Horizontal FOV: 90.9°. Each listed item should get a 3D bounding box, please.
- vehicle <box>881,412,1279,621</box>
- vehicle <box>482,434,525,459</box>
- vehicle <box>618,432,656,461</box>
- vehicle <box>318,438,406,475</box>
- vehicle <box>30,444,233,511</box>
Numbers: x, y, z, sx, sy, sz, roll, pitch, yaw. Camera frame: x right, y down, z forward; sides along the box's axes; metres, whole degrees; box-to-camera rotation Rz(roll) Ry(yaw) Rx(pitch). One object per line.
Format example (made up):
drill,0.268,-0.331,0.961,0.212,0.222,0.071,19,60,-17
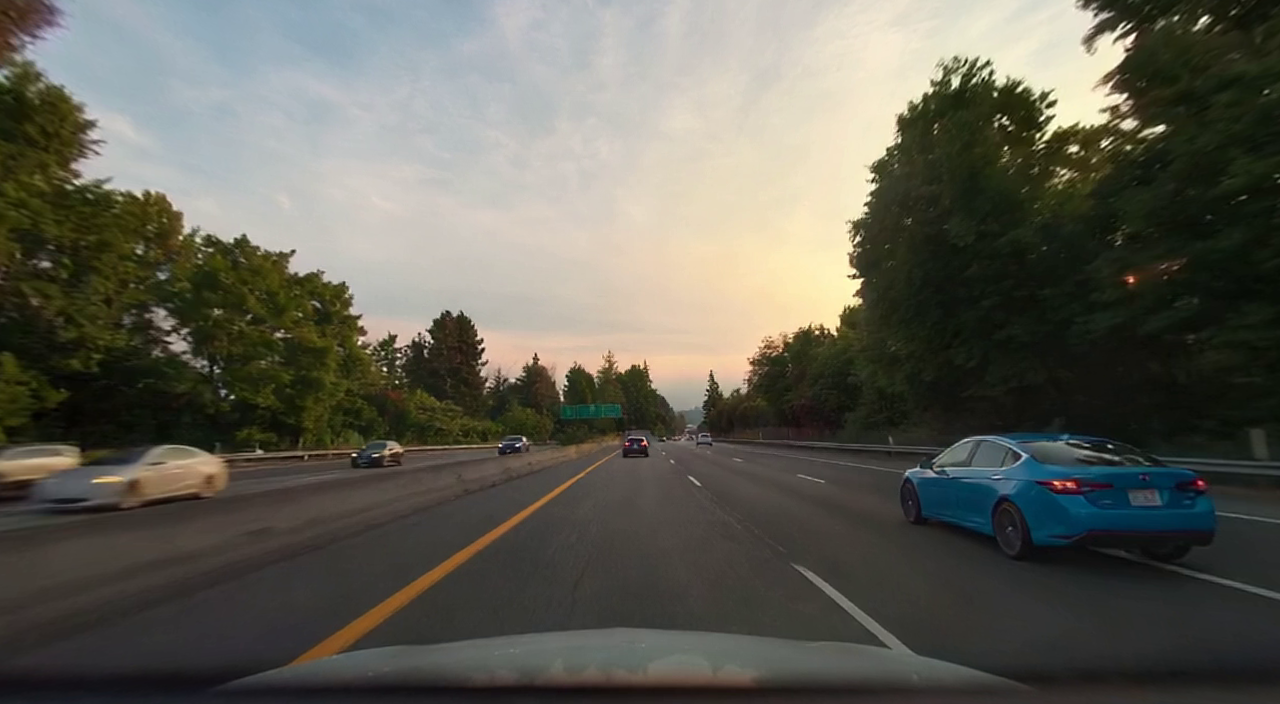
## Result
vehicle,4.523,1.478,6.776,1.981,1.467,4.459,0,-8,-2
vehicle,-9.823,6.848,45.598,2.128,1.691,4.589,0,-8,-1
vehicle,-0.154,5.317,35.464,2.046,1.526,3.903,0,-8,0
vehicle,-13.054,4.893,29.911,1.945,1.594,4.677,0,-8,1
vehicle,-12.732,3.104,16.177,1.789,1.449,4.061,0,-8,0
